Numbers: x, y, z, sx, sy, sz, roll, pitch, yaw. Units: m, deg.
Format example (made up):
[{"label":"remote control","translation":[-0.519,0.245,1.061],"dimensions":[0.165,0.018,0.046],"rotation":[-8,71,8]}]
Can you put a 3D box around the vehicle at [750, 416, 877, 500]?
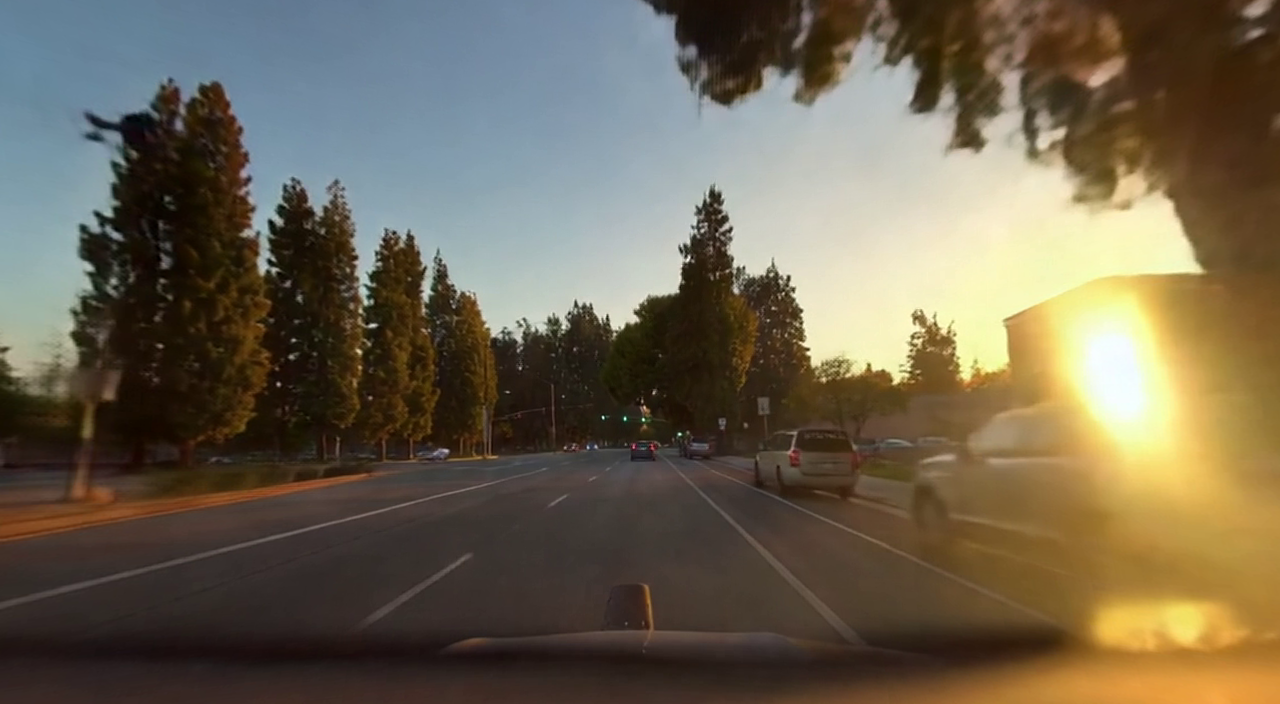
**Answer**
[{"label":"vehicle","translation":[4.191,2.644,16.028],"dimensions":[2.109,1.838,4.204],"rotation":[0,-8,2]}]

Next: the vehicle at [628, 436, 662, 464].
[{"label":"vehicle","translation":[0.335,6.618,42.663],"dimensions":[2.169,1.751,4.276],"rotation":[0,-8,1]}]

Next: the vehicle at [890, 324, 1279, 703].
[{"label":"vehicle","translation":[4.206,1.136,5.301],"dimensions":[2.298,1.903,4.655],"rotation":[0,-8,1]}]
